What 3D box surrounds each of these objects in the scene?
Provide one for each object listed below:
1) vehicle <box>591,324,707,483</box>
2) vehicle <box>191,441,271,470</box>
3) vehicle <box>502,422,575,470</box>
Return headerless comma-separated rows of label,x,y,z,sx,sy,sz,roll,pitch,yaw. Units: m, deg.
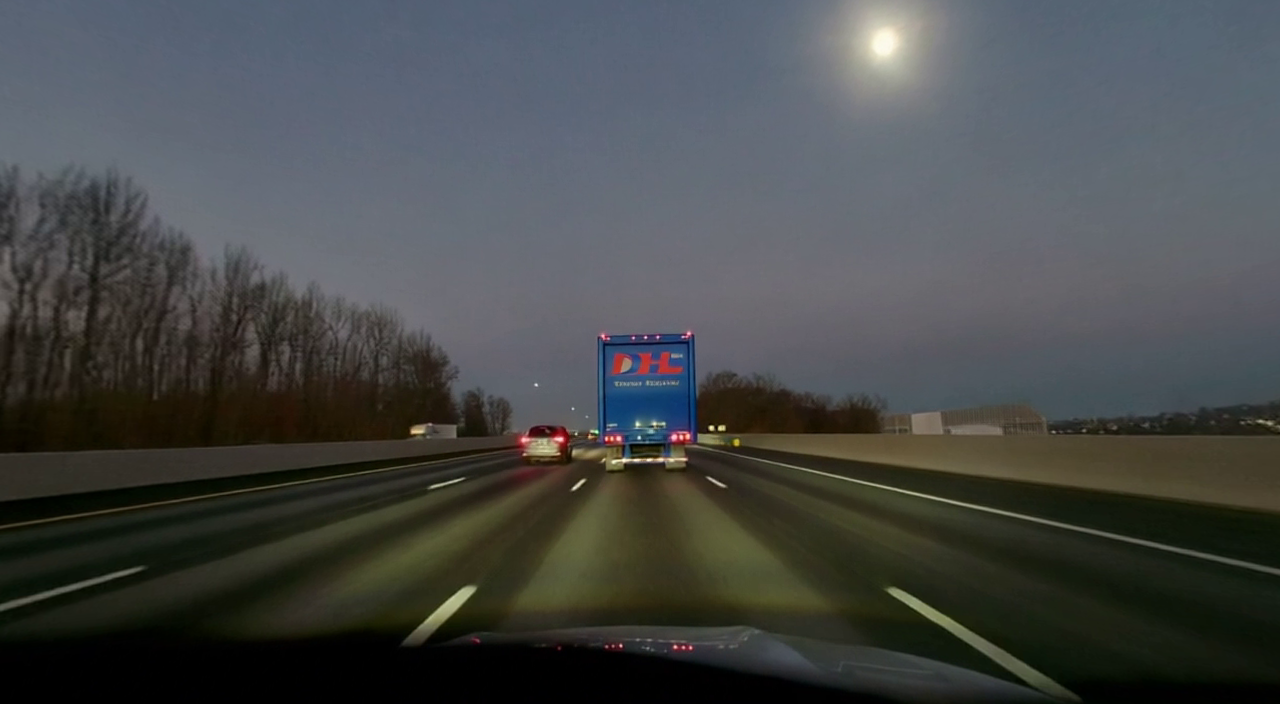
vehicle,0.137,1.918,21.064,3.011,4.211,8.926,0,-8,-1
vehicle,-26.154,6.574,40.394,1.943,1.708,4.800,0,-8,-1
vehicle,-4.065,3.862,26.167,2.394,1.787,5.186,0,-8,-3
